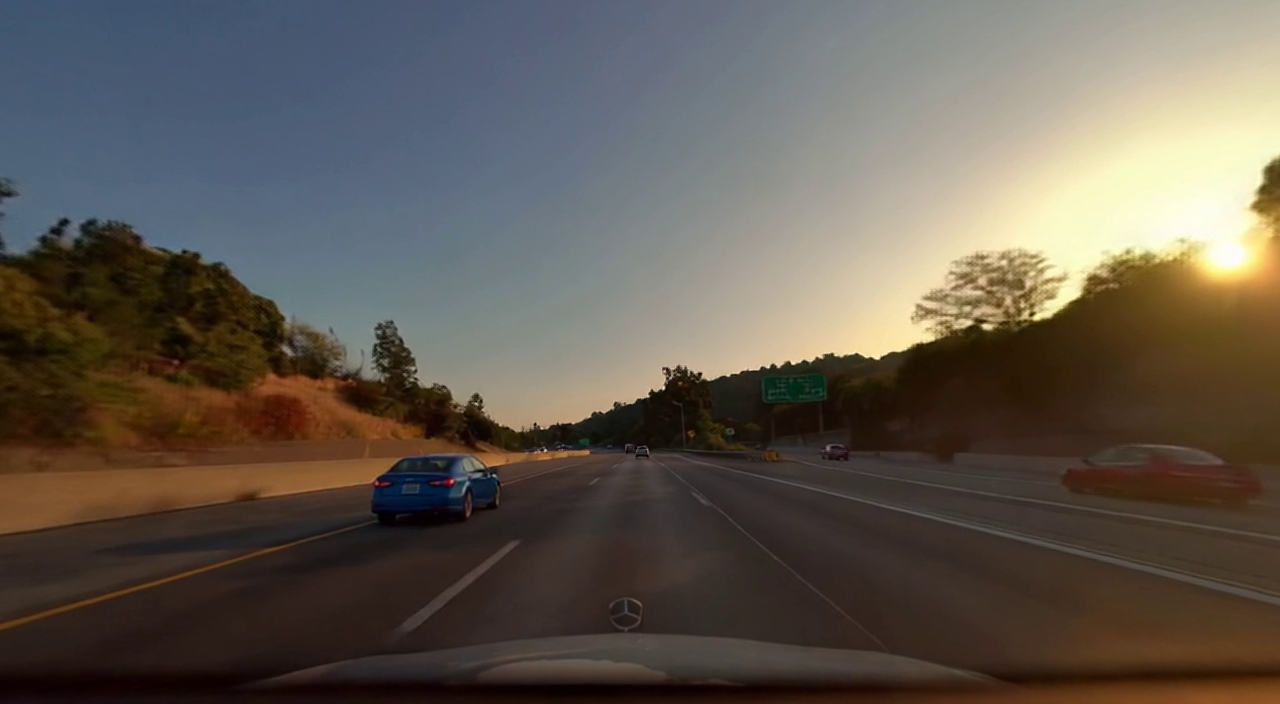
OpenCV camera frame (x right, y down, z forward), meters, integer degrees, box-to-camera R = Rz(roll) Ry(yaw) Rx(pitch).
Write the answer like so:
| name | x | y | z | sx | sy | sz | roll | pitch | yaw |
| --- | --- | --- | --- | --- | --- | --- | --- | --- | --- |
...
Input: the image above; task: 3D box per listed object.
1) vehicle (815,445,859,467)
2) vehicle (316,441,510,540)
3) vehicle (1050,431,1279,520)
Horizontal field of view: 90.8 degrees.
| name | x | y | z | sx | sy | sz | roll | pitch | yaw |
| --- | --- | --- | --- | --- | --- | --- | --- | --- | --- |
| vehicle | 13.854 | 7.347 | 44.622 | 1.805 | 1.427 | 4.447 | -1 | -9 | 2 |
| vehicle | -3.852 | 2.417 | 11.692 | 1.873 | 1.438 | 4.546 | -1 | -9 | 1 |
| vehicle | 10.872 | 2.436 | 12.999 | 1.884 | 1.485 | 4.600 | -1 | -9 | 3 |
